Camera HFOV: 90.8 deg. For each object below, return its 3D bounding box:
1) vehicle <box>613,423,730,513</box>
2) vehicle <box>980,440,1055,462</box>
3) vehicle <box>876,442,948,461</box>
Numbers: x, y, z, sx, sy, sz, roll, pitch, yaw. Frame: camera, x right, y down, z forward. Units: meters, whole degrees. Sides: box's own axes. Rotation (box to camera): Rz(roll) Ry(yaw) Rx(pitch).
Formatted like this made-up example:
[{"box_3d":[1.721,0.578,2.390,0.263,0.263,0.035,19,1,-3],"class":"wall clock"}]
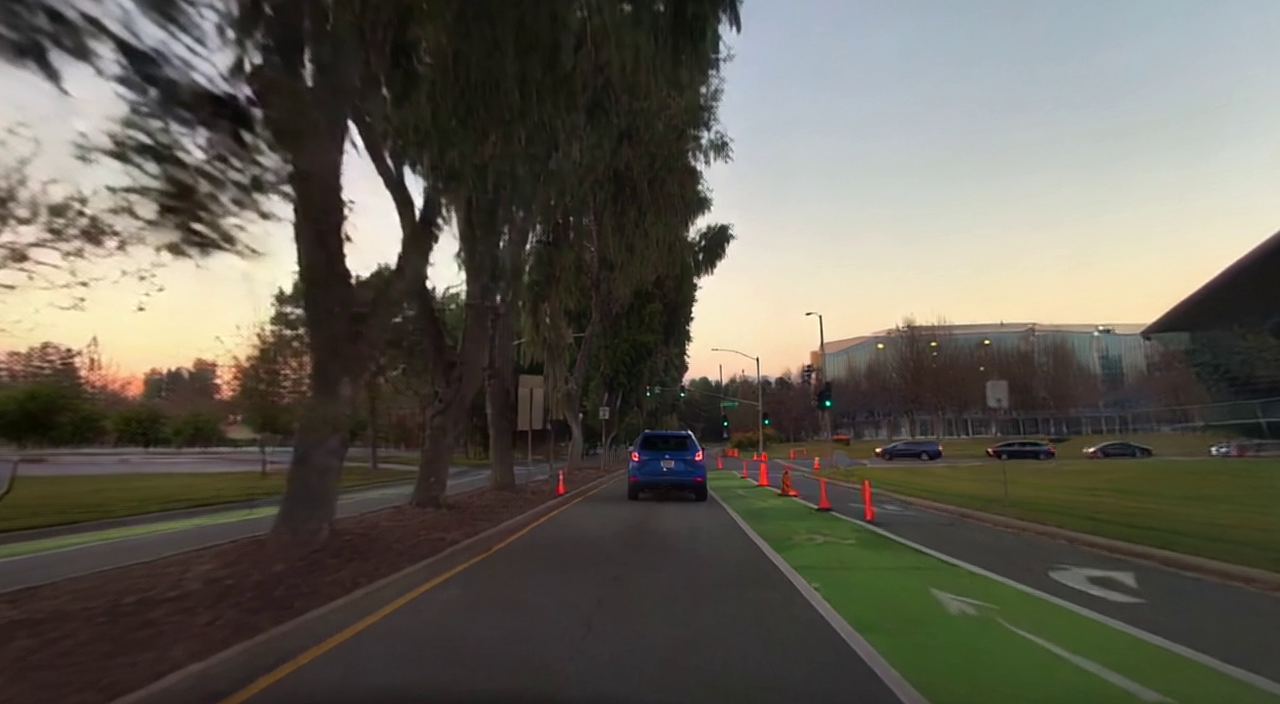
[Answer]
[{"box_3d":[0.682,2.675,15.043,2.339,1.790,4.629,0,-9,1],"class":"vehicle"},{"box_3d":[28.164,7.415,47.229,4.343,1.518,1.845,0,-10,-1],"class":"vehicle"},{"box_3d":[20.346,7.474,47.334,4.492,1.422,1.961,0,-9,1],"class":"vehicle"}]
